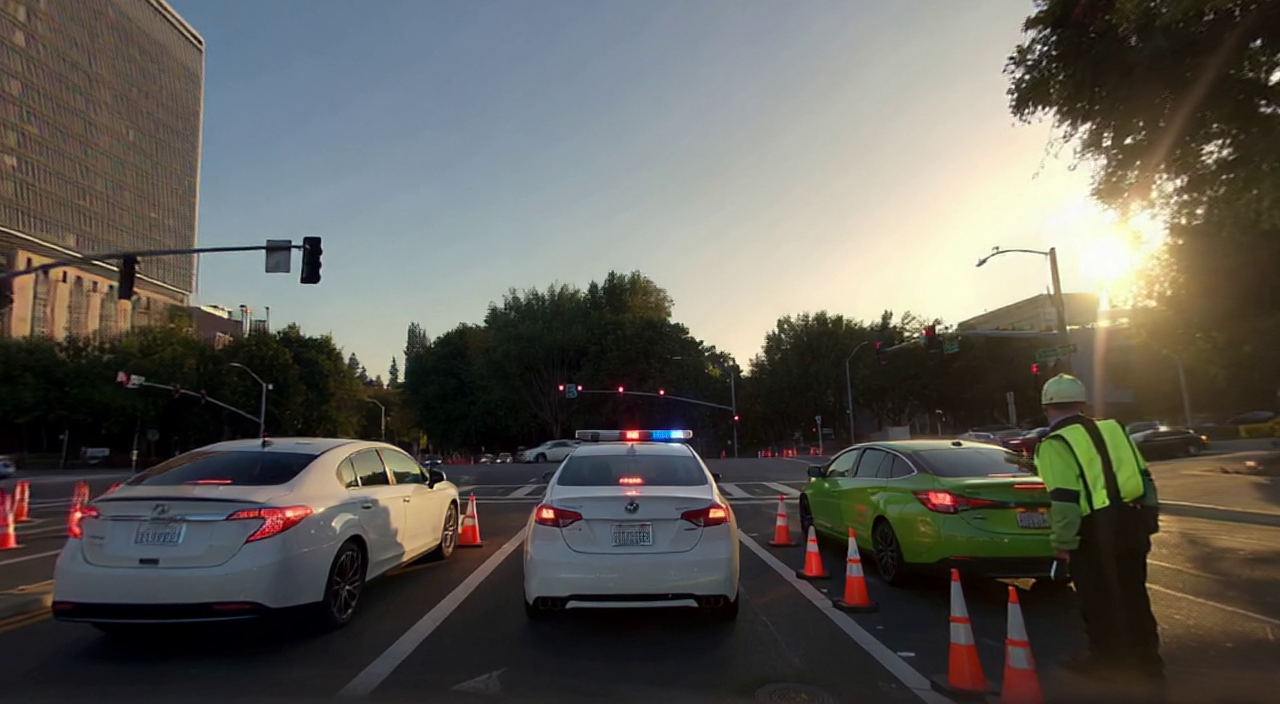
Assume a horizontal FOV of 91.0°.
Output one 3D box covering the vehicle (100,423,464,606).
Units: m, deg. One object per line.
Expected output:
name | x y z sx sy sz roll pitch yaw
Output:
vehicle | -3.608 1.681 7.397 1.863 1.526 4.006 0 -9 1

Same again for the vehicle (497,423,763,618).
vehicle | -0.124 1.631 7.113 2.061 1.486 4.332 0 -8 -1

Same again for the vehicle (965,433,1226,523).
vehicle | 9.356 2.588 13.595 1.957 1.576 4.670 0 -9 -3
